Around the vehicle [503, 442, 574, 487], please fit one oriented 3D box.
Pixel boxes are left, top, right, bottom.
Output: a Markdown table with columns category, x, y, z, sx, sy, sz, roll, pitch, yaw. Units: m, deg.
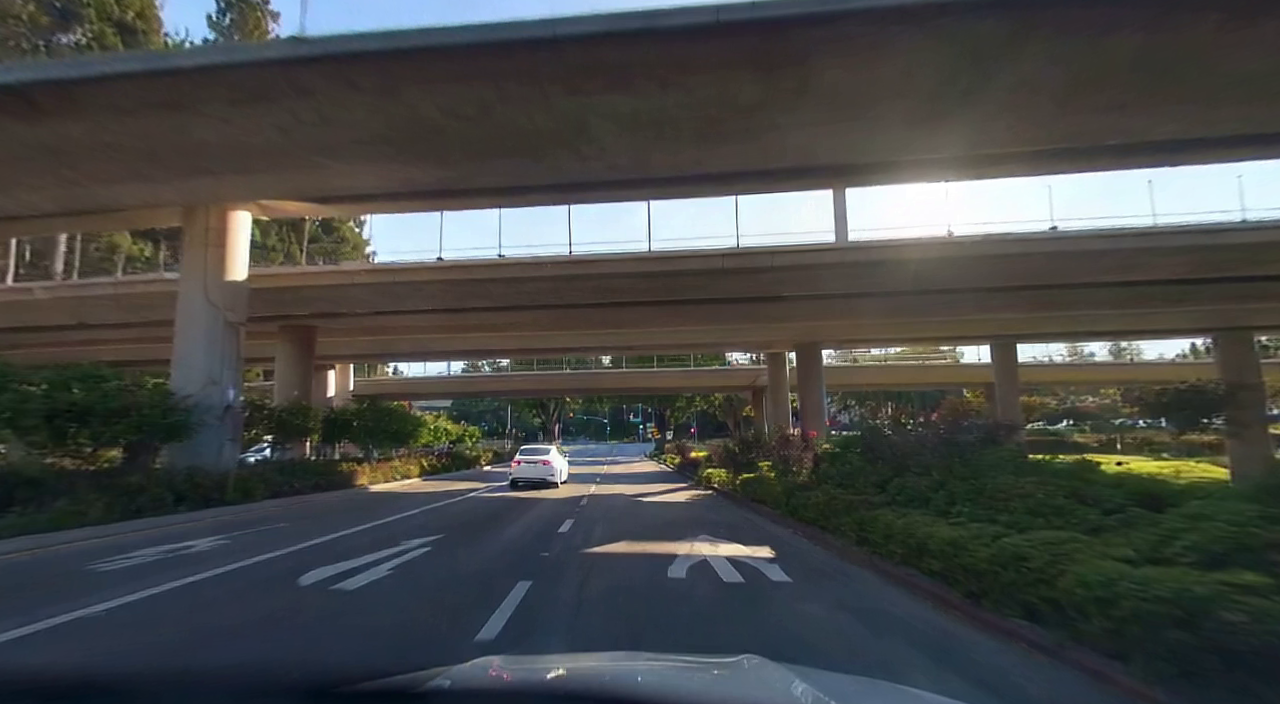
| category | x | y | z | sx | sy | sz | roll | pitch | yaw |
| --- | --- | --- | --- | --- | --- | --- | --- | --- | --- |
| vehicle | -3.578 | 4.050 | 23.000 | 1.963 | 1.460 | 4.614 | 0 | -9 | -2 |

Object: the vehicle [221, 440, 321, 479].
| category | x | y | z | sx | sy | sz | roll | pitch | yaw |
| --- | --- | --- | --- | --- | --- | --- | --- | --- | --- |
| vehicle | -18.534 | 5.416 | 31.957 | 2.196 | 1.834 | 4.766 | 0 | -9 | -1 |
